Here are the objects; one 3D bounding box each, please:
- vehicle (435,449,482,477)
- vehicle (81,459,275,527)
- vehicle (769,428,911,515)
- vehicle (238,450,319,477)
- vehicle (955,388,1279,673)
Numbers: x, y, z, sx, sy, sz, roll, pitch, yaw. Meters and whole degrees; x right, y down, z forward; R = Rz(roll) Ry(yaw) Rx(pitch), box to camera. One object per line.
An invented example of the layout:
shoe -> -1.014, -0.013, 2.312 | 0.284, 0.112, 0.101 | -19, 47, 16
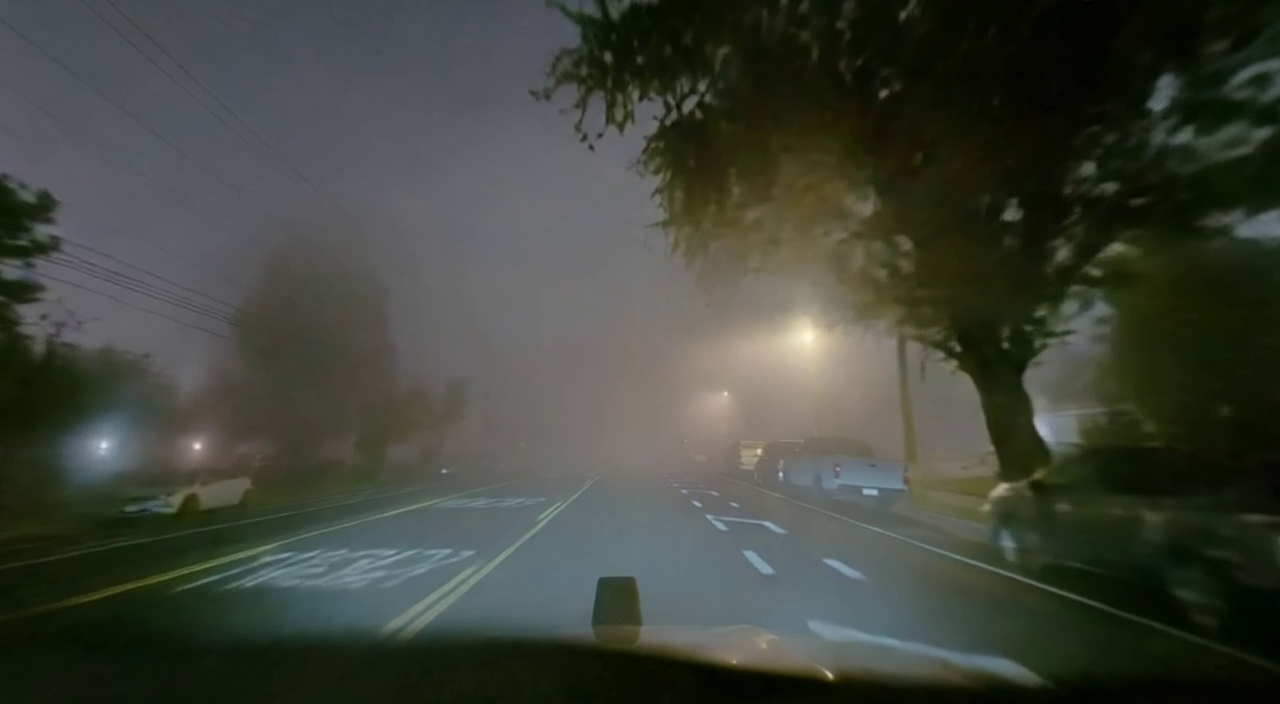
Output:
vehicle -> -12.321, 7.572, 43.030 | 1.999, 1.650, 4.381 | -3, -9, -2
vehicle -> -12.168, 3.702, 17.024 | 1.865, 1.479, 4.325 | 0, -8, 2
vehicle -> 4.980, 3.047, 16.545 | 2.123, 1.928, 4.752 | 0, -9, -1
vehicle -> -22.223, 6.875, 38.788 | 3.745, 1.598, 1.927 | 1, -9, -4
vehicle -> 5.220, 1.430, 5.852 | 2.033, 1.845, 4.940 | 0, -9, 0
